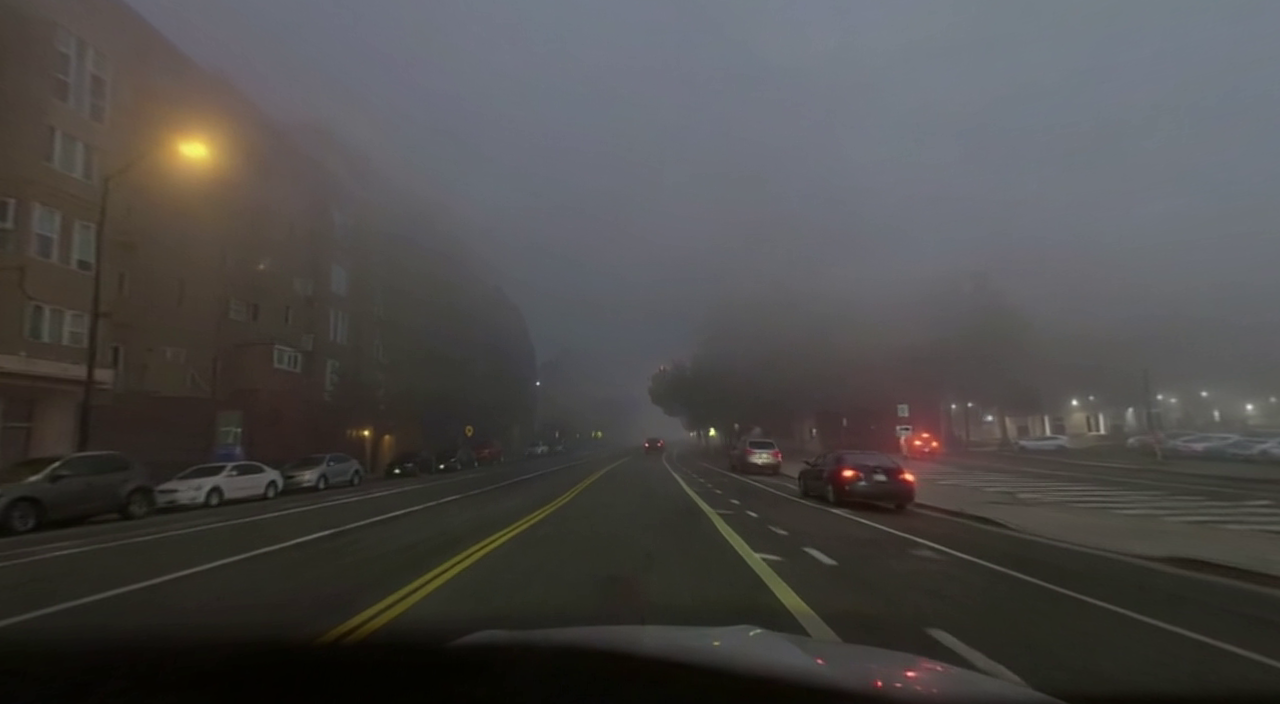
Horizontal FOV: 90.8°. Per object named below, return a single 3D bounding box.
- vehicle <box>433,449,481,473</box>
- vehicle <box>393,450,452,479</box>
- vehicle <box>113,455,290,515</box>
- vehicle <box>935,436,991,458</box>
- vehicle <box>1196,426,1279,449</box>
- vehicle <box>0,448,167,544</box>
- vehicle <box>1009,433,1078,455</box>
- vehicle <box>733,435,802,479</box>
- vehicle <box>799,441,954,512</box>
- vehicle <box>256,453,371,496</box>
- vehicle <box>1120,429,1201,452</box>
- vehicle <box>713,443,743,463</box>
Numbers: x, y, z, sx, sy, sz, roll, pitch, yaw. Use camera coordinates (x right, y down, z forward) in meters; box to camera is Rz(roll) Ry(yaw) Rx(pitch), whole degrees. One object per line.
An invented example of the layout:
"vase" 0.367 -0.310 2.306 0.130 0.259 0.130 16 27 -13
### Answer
"vehicle" -12.204 7.265 42.364 1.723 1.418 4.359 0 -8 2
"vehicle" -12.211 6.285 35.686 1.926 1.499 3.869 0 -8 1
"vehicle" -12.688 3.833 18.746 1.779 1.433 4.633 0 -8 2
"vehicle" 22.884 6.750 44.901 1.797 1.425 3.794 0 -8 -2
"vehicle" 42.027 6.084 44.575 1.793 1.525 4.157 0 -8 2
"vehicle" -12.606 2.900 13.386 1.908 1.694 4.306 0 -8 -3
"vehicle" 28.536 6.546 44.859 1.790 1.460 4.515 0 -8 -2
"vehicle" 5.694 4.769 29.065 2.102 1.781 5.470 0 -8 1
"vehicle" 5.449 2.897 15.277 2.085 1.466 4.276 0 -8 0
"vehicle" -12.574 4.719 24.748 1.889 1.461 4.608 0 -8 2
"vehicle" 36.740 6.285 44.760 1.780 1.479 4.556 0 -8 -1
"vehicle" 6.788 7.782 48.912 1.947 1.487 4.549 0 -8 4
